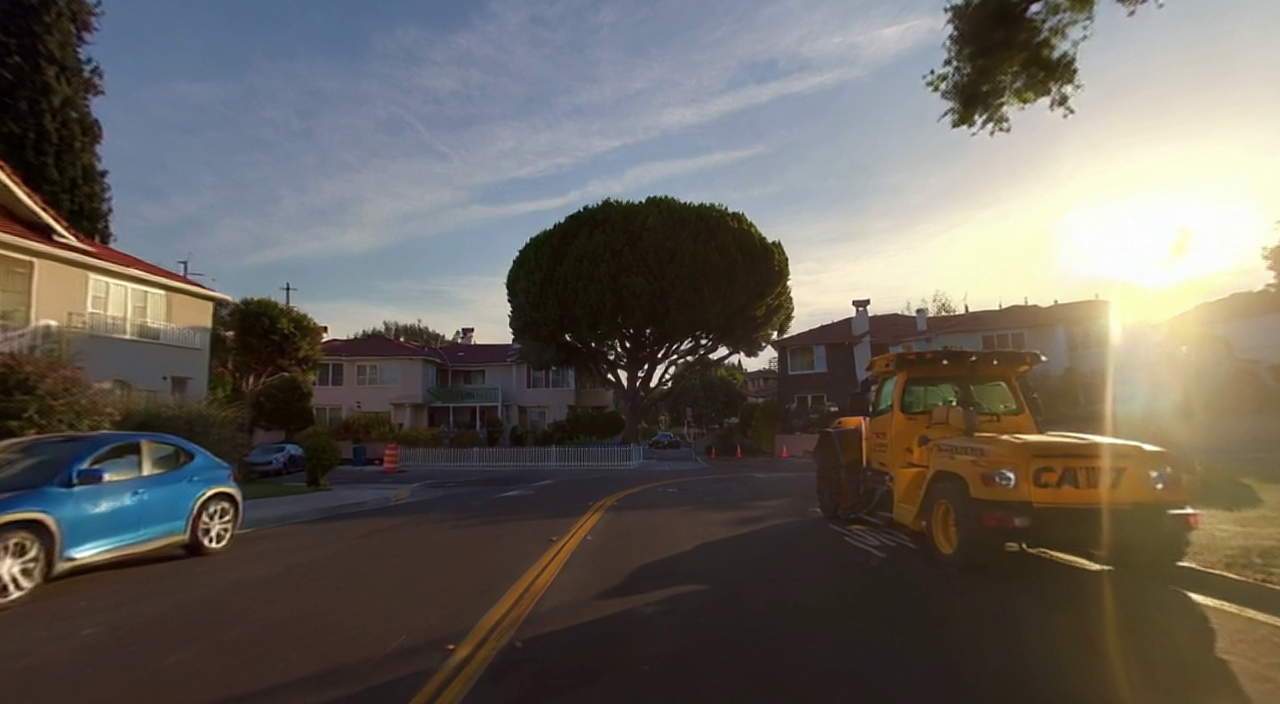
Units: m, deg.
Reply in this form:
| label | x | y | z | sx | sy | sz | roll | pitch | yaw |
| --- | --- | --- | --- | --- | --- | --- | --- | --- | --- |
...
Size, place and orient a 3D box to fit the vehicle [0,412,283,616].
| label | x | y | z | sx | sy | sz | roll | pitch | yaw |
| --- | --- | --- | --- | --- | --- | --- | --- | --- | --- |
| vehicle | -6.686 | 1.668 | 7.301 | 2.220 | 1.765 | 4.799 | 0 | -8 | 1 |

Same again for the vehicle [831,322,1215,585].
| label | x | y | z | sx | sy | sz | roll | pitch | yaw |
| --- | --- | --- | --- | --- | --- | --- | --- | --- | --- |
| vehicle | 4.383 | 1.249 | 8.132 | 2.501 | 2.613 | 3.505 | 1 | -9 | -3 |

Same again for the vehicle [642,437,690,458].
| label | x | y | z | sx | sy | sz | roll | pitch | yaw |
| --- | --- | --- | --- | --- | --- | --- | --- | --- | --- |
| vehicle | 1.962 | 7.441 | 49.251 | 3.629 | 1.578 | 1.802 | 0 | -9 | -1 |
